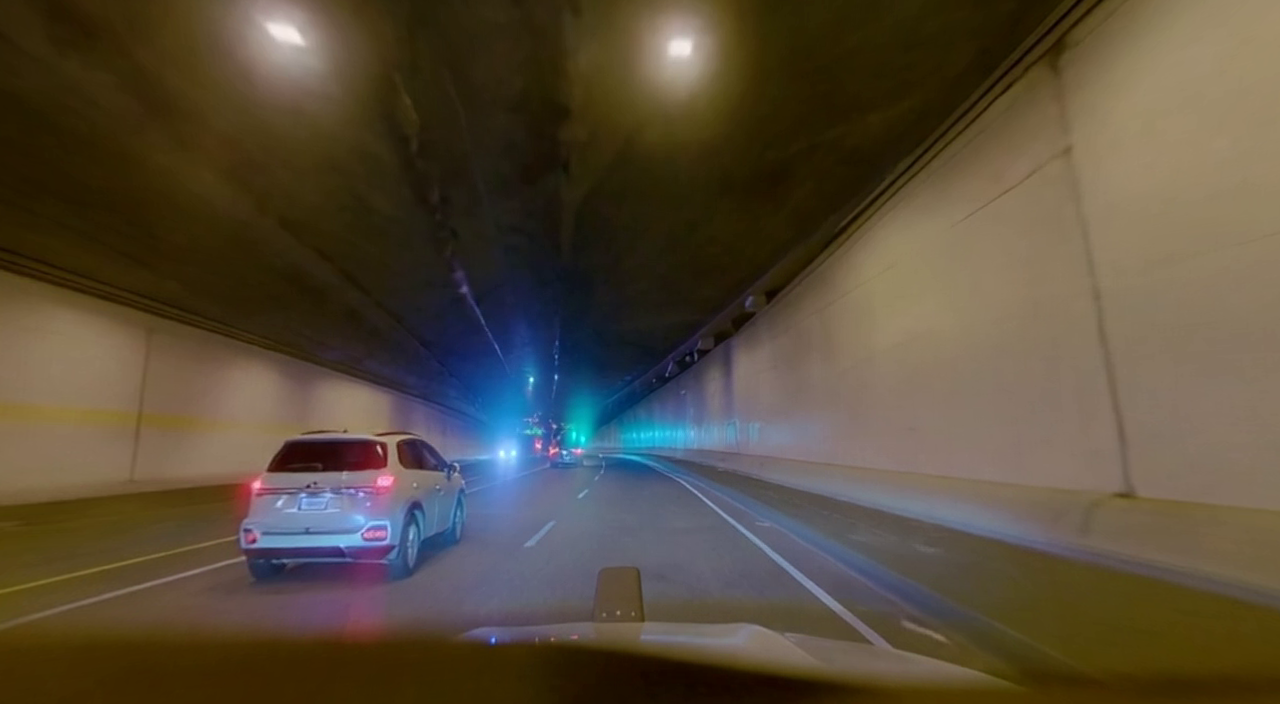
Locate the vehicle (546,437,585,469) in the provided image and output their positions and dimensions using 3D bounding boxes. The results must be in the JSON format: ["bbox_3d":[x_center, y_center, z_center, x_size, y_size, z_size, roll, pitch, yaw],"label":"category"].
[{"bbox_3d":[-4.247,5.828,36.671,1.961,1.725,4.315,0,-8,-3],"label":"vehicle"}]
